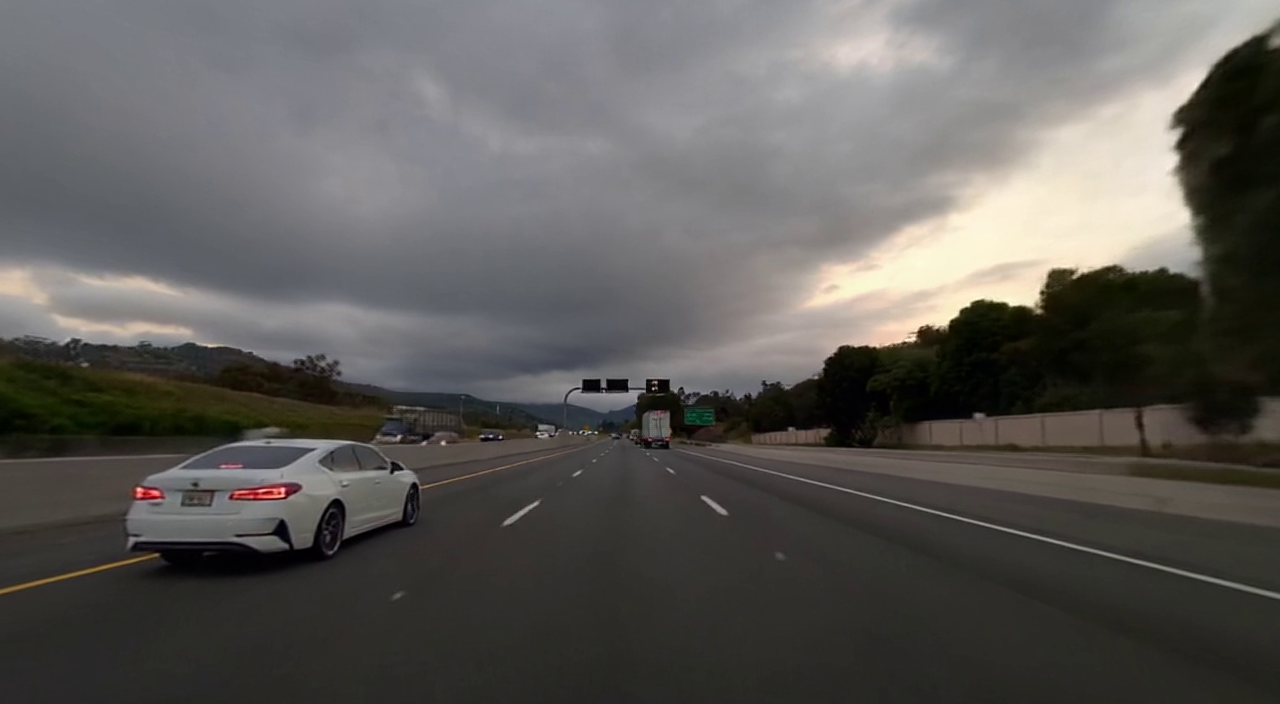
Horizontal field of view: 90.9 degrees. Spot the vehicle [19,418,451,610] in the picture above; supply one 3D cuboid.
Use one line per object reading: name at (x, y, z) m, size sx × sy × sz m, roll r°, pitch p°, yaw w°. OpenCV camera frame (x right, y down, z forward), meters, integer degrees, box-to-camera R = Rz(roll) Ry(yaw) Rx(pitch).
vehicle at (-3.749, 1.533, 7.053) m, size 1.971 × 1.444 × 4.401 m, roll 0°, pitch -8°, yaw -1°
